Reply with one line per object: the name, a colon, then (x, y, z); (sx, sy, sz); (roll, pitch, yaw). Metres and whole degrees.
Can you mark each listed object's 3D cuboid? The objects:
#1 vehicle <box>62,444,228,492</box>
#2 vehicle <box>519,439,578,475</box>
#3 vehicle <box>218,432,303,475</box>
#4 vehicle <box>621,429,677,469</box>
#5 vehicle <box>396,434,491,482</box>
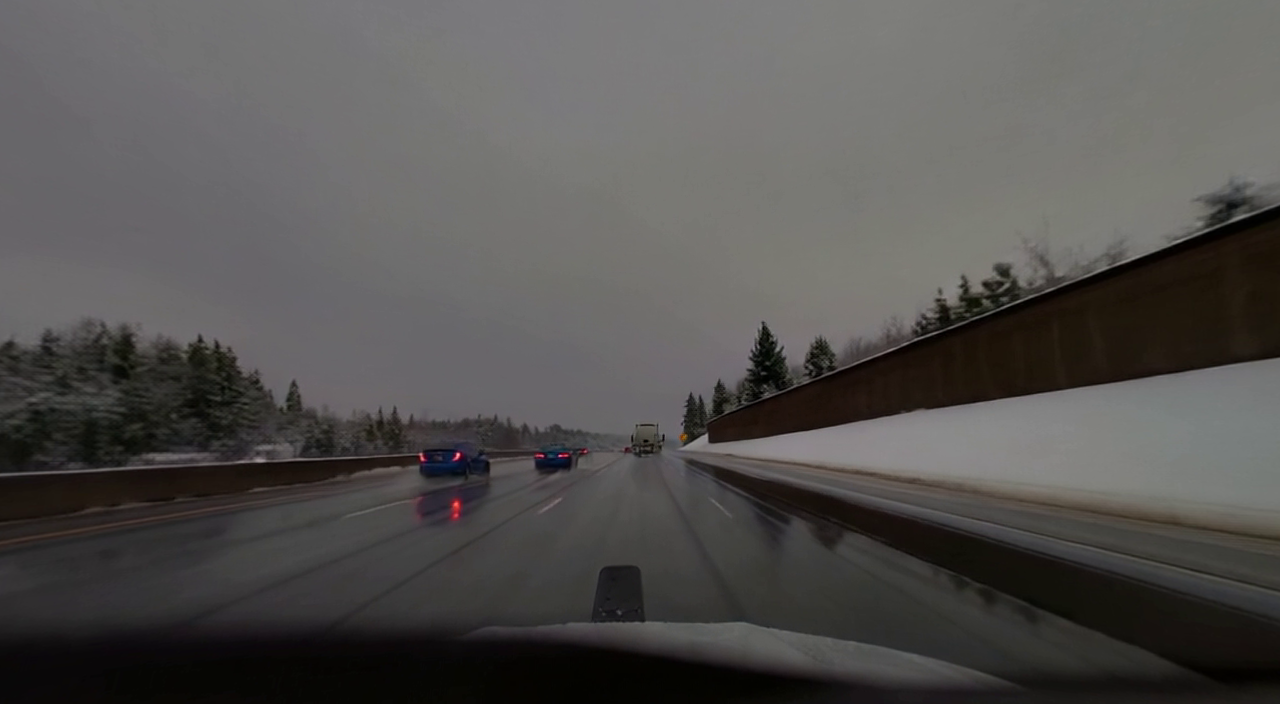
vehicle: (-20.360, 4.751, 26.395); (1.948, 1.754, 6.062); (0, -9, 1)
vehicle: (-4.041, 4.720, 28.576); (2.000, 1.512, 4.371); (0, -8, 0)
vehicle: (-24.647, 6.604, 41.146); (2.396, 2.608, 4.808); (0, -9, 1)
vehicle: (0.433, 5.292, 34.526); (2.856, 1.994, 4.931); (0, -8, 0)
vehicle: (-7.496, 4.087, 24.610); (2.189, 1.673, 4.699); (0, -9, 0)
